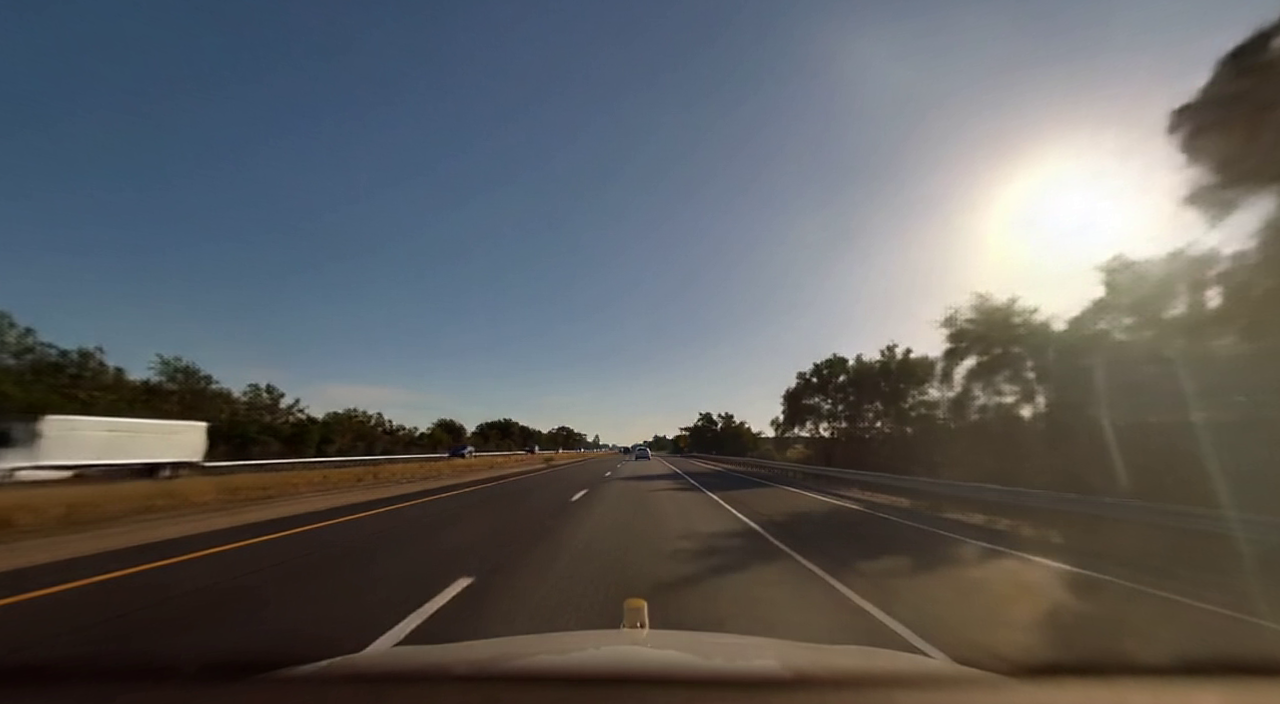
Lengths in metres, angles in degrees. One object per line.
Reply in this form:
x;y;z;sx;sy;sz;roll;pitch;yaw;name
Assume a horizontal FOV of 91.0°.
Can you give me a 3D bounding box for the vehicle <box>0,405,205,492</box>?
-32.730;5.644;36.706;2.970;4.217;16.310;0;-9;0;vehicle
